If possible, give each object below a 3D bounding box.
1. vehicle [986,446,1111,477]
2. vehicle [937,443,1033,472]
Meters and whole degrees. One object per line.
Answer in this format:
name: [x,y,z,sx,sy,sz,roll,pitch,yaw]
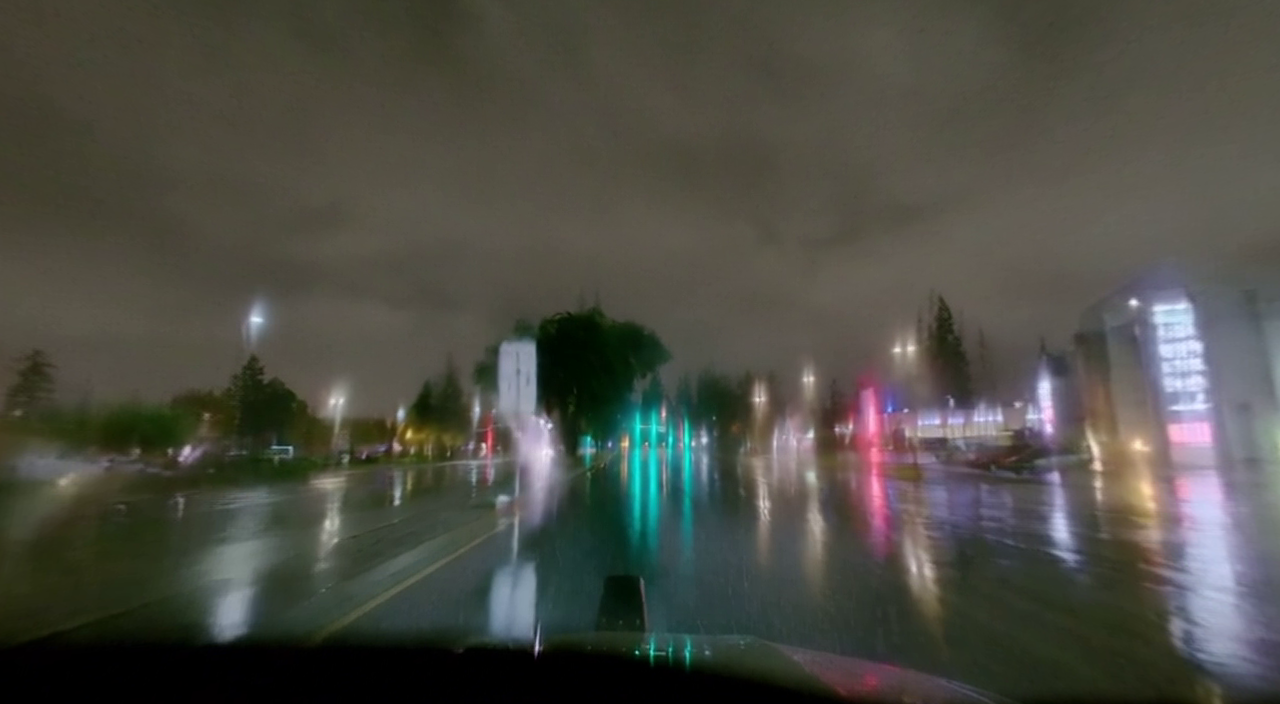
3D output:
vehicle: [20.145,5.396,31.270,4.805,1.473,2.046,0,-9,-3]
vehicle: [20.049,6.147,36.833,4.407,1.616,1.929,0,-9,1]
